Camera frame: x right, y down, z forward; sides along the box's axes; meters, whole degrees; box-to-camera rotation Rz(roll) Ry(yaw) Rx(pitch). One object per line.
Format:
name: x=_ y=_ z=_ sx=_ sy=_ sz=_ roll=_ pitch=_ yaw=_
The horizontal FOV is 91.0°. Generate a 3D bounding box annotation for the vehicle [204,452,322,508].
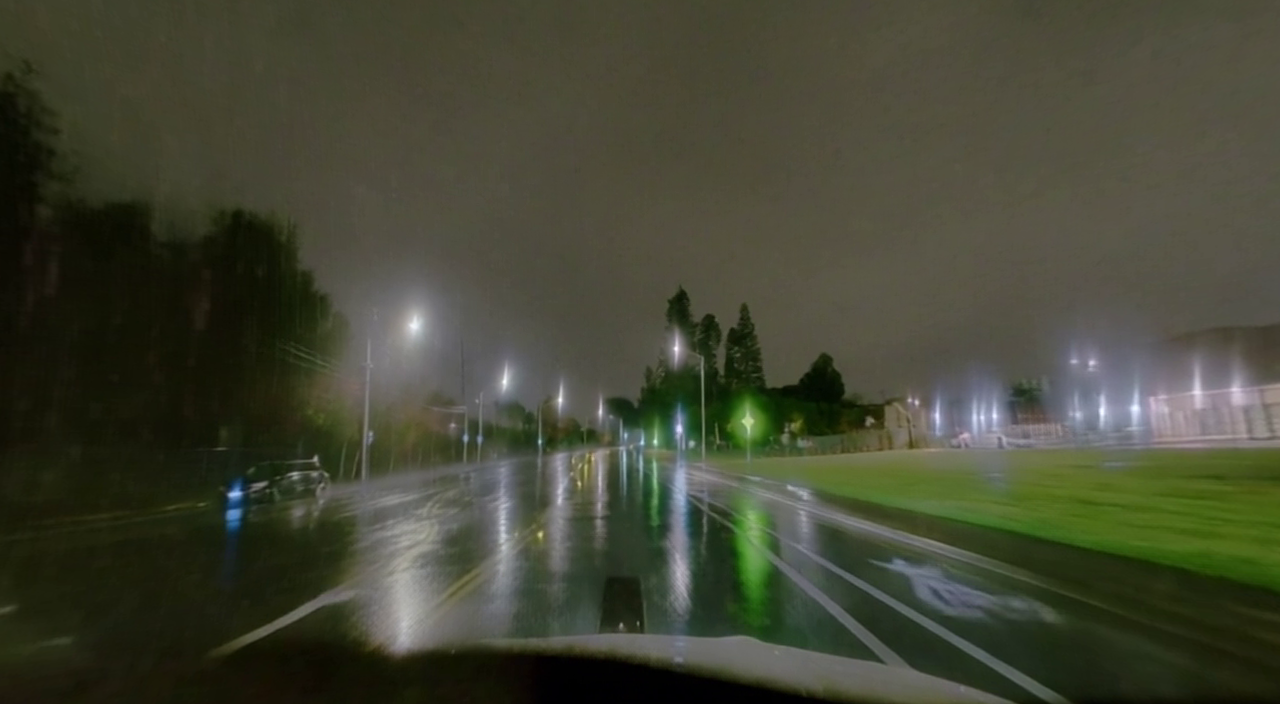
vehicle: x=-13.599 y=4.578 z=23.047 sx=1.952 sy=1.632 sz=4.200 roll=-4 pitch=-8 yaw=-3
